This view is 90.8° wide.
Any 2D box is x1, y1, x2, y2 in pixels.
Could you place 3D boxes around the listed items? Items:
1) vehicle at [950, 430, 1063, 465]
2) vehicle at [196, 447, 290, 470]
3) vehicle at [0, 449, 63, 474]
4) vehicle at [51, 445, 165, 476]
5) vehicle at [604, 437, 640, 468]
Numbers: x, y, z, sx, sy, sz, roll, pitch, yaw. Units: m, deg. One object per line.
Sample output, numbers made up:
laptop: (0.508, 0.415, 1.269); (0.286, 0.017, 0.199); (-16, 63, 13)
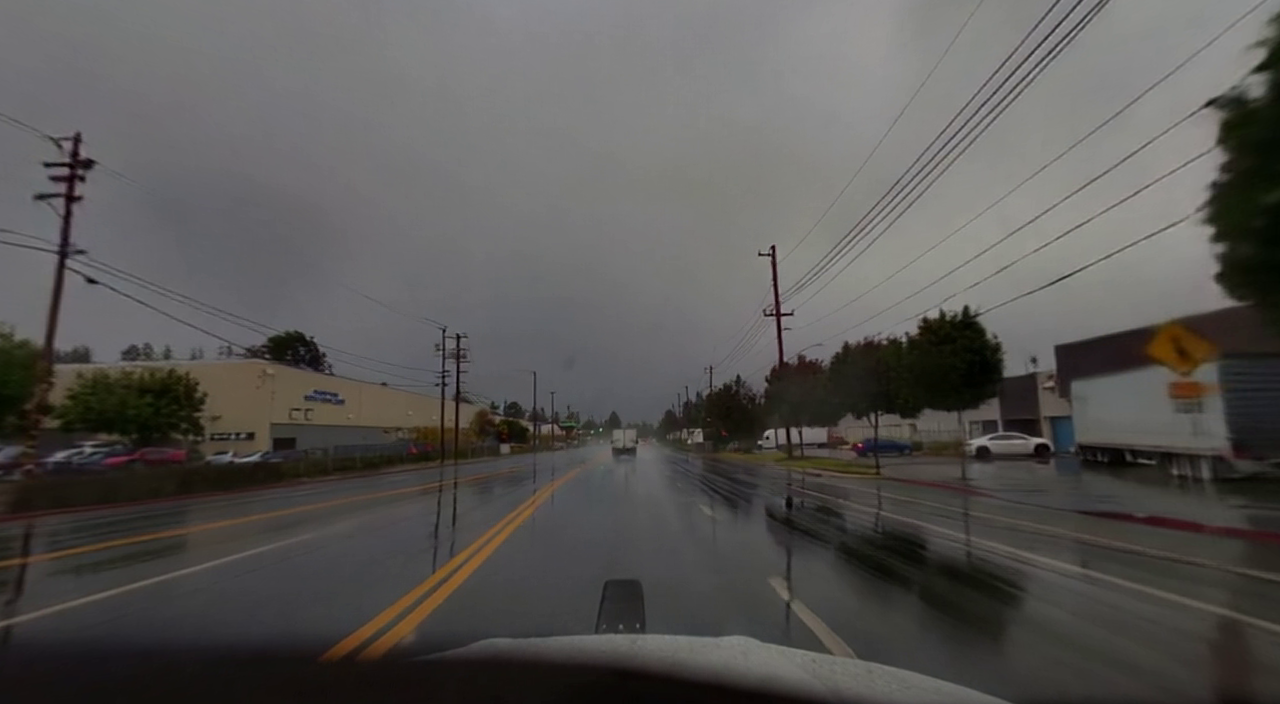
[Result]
vehicle: (23.208, 6.071, 40.214); (5.669, 2.073, 2.297); (-1, -8, 2)
vehicle: (-26.510, 7.085, 42.305); (4.728, 1.431, 2.287); (0, -8, -2)
vehicle: (-39.612, 6.910, 39.778); (4.525, 1.491, 1.908); (0, -8, -1)
vehicle: (-26.619, 5.416, 31.719); (3.983, 1.472, 1.898); (0, -8, 0)
vehicle: (-0.986, 5.604, 35.352); (1.937, 1.588, 3.746); (0, -8, -1)
